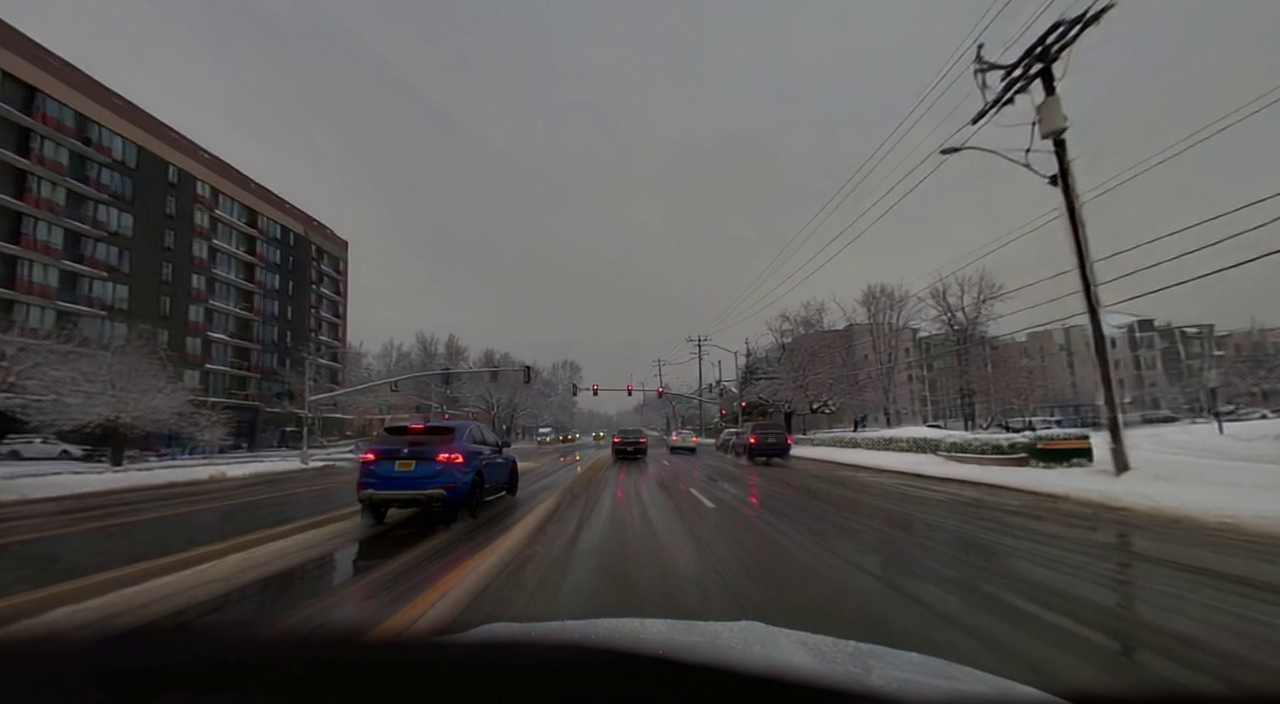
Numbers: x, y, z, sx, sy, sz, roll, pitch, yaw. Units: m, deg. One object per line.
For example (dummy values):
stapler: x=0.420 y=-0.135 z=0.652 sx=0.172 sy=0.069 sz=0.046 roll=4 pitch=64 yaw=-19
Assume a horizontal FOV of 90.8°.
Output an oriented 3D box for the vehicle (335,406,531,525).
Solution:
vehicle: x=-3.478 y=2.030 z=11.712 sx=2.136 sy=1.779 sz=4.417 roll=0 pitch=-9 yaw=0

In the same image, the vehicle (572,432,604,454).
vehicle: x=-3.675 y=6.585 z=45.567 sx=1.973 sy=1.504 sz=3.895 roll=0 pitch=-9 yaw=0

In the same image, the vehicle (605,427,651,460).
vehicle: x=-0.688 y=4.918 z=33.861 sx=2.302 sy=1.681 sz=4.217 roll=0 pitch=-9 yaw=-2

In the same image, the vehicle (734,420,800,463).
vehicle: x=6.289 y=4.575 z=31.988 sx=2.130 sy=1.979 sz=5.310 roll=0 pitch=-9 yaw=-1

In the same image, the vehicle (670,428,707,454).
vehicle: x=3.060 y=5.798 z=40.960 sx=1.975 sy=1.598 sz=4.025 roll=0 pitch=-9 yaw=-1
